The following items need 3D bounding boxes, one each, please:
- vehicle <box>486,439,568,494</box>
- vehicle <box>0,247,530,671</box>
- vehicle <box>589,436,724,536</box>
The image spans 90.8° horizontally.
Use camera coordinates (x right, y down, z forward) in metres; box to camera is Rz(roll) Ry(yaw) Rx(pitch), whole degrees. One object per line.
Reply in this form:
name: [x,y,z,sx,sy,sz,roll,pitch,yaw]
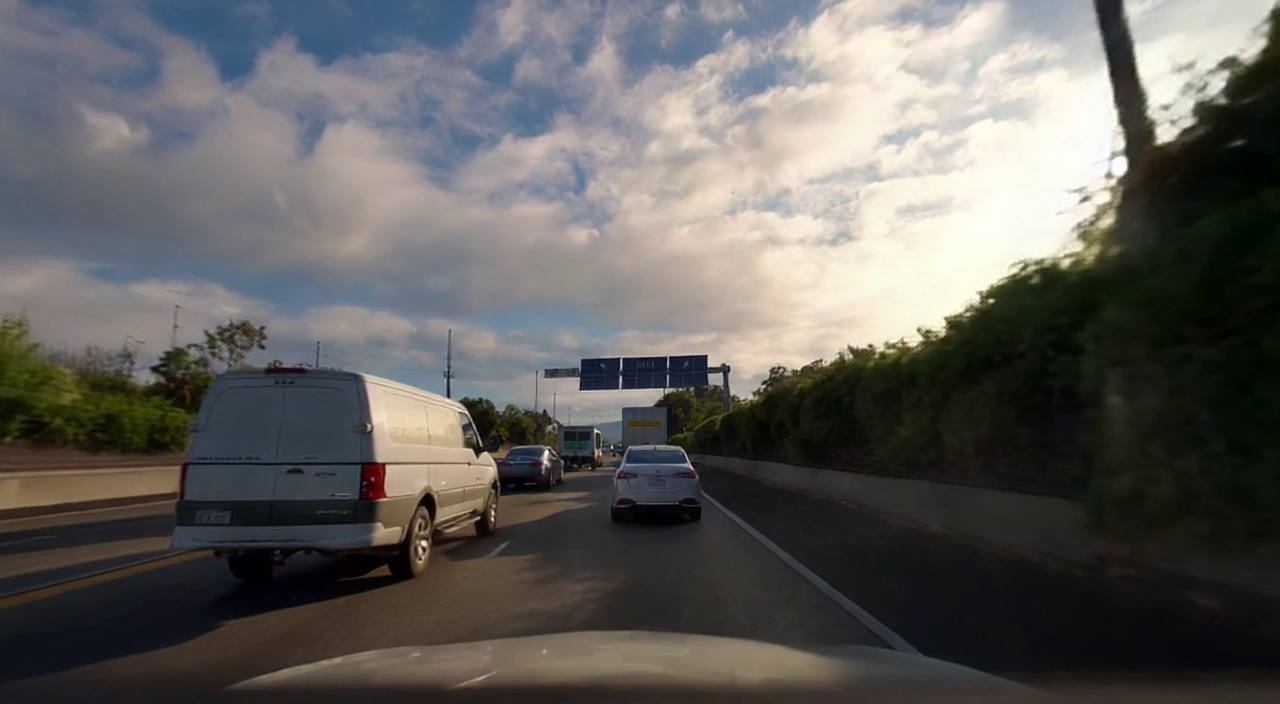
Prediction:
vehicle: [-3.609,3.742,20.870,1.963,1.627,3.849,0,-9,0]
vehicle: [-3.070,1.151,7.487,2.289,2.757,6.726,0,-9,0]
vehicle: [0.227,2.318,11.418,2.063,1.507,3.488,0,-9,-1]
